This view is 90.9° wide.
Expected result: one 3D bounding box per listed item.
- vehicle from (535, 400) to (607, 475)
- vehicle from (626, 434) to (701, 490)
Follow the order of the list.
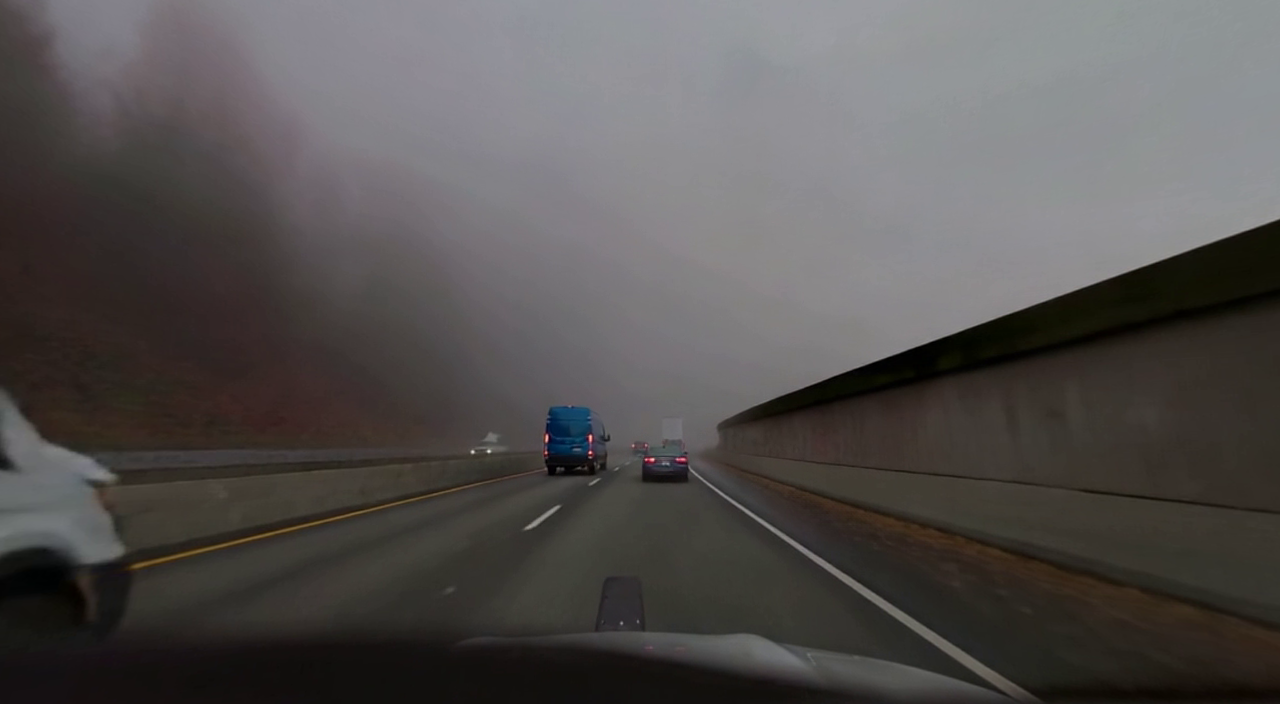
[{"bbox_3d":[-2.688,3.533,26.034,2.334,2.769,5.087,0,-8,0],"label":"vehicle"},{"bbox_3d":[0.681,3.296,19.229,2.071,1.487,3.948,0,-8,1],"label":"vehicle"}]
